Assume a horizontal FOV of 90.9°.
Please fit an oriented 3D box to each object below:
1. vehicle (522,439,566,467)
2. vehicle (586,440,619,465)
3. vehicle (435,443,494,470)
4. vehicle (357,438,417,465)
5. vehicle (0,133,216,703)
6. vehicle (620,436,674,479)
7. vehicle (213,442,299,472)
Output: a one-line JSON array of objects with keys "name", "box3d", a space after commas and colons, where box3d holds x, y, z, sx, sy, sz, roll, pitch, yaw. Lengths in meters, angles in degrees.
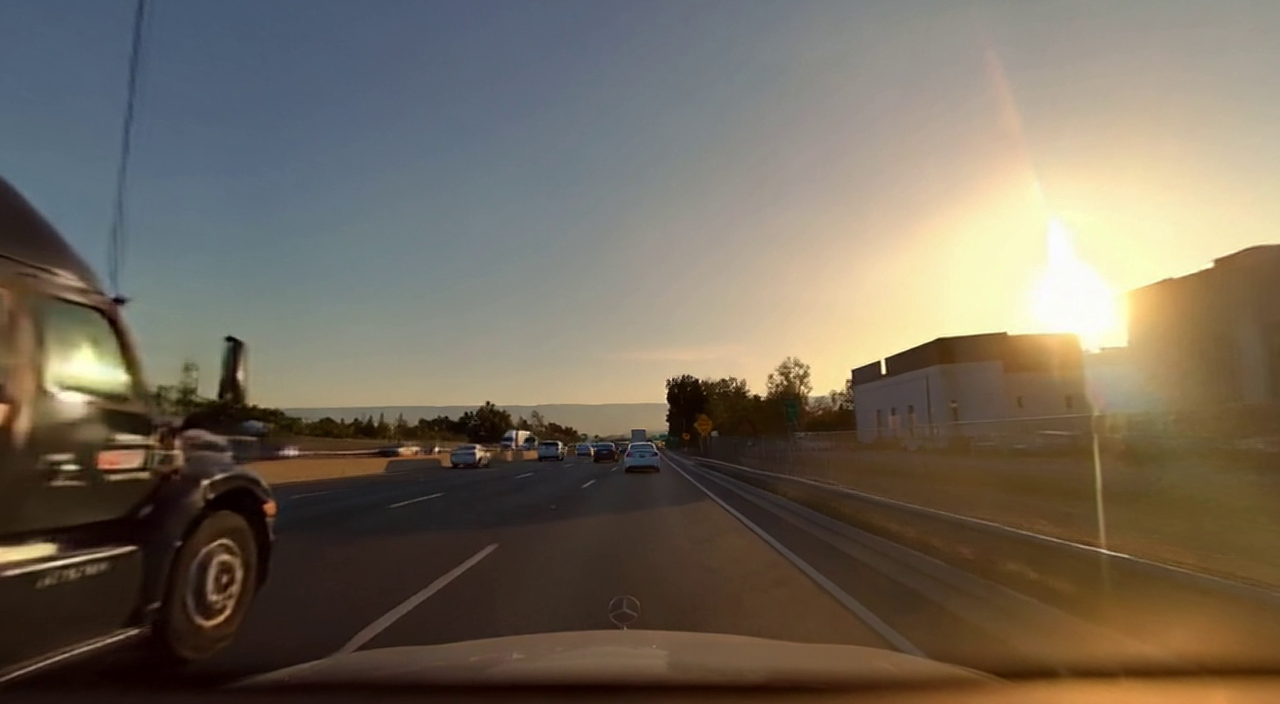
[{"name": "vehicle", "box3d": [-6.367, 6.749, 42.424, 2.105, 1.790, 4.689, -1, -8, 2]}, {"name": "vehicle", "box3d": [-2.850, 7.802, 49.367, 2.108, 1.832, 4.549, -1, -8, 3]}, {"name": "vehicle", "box3d": [-10.345, 6.167, 37.523, 1.910, 1.501, 5.004, -1, -8, 2]}, {"name": "vehicle", "box3d": [-19.836, 7.808, 49.737, 2.310, 1.958, 5.297, -1, -8, 2]}, {"name": "vehicle", "box3d": [-3.541, 0.181, 0.221, 2.693, 2.348, 5.694, 0, -8, 1]}, {"name": "vehicle", "box3d": [0.307, 4.491, 27.224, 2.136, 1.678, 4.052, 0, -8, 1]}, {"name": "vehicle", "box3d": [-23.905, 6.525, 39.546, 2.266, 1.757, 4.822, 0, -8, 1]}]
